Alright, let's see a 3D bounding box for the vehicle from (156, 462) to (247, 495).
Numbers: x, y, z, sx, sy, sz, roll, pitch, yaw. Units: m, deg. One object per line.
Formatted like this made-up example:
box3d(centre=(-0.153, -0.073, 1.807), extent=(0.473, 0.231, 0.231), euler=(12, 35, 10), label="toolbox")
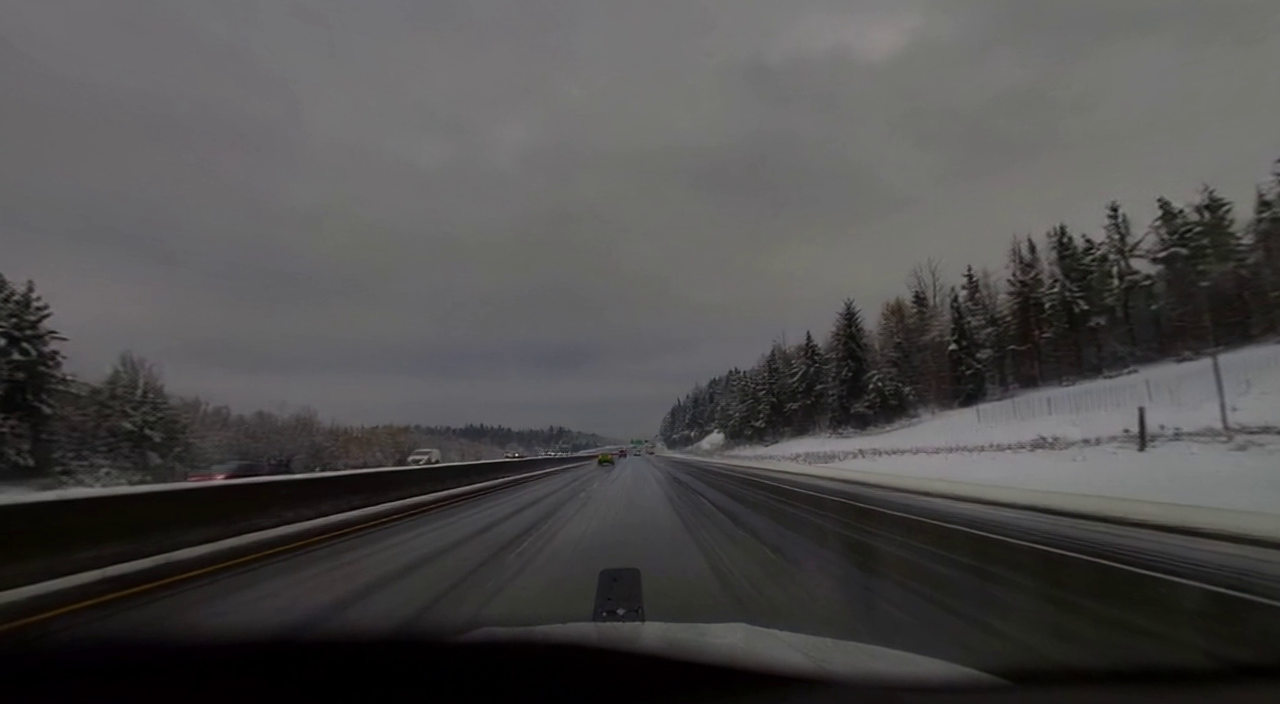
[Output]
box3d(centre=(-22.285, 6.409, 32.252), extent=(1.769, 1.453, 3.954), euler=(0, -9, 1), label="vehicle")
